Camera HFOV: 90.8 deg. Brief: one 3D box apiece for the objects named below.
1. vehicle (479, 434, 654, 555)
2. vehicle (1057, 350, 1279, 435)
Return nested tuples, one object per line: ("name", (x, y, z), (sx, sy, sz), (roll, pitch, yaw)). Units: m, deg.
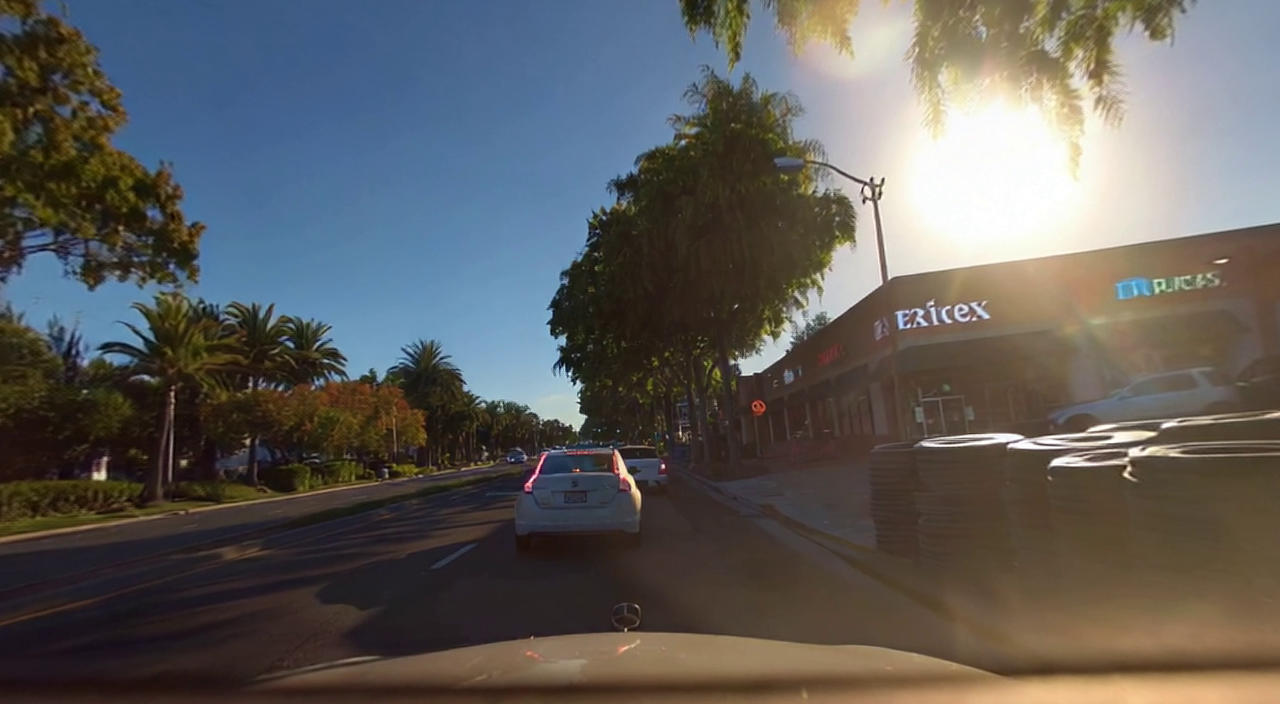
("vehicle", (-0.972, 2.087, 9.983), (2.169, 1.495, 4.048), (0, -8, -2))
("vehicle", (13.385, 1.194, 16.349), (1.854, 1.693, 4.798), (-1, -10, 0))
